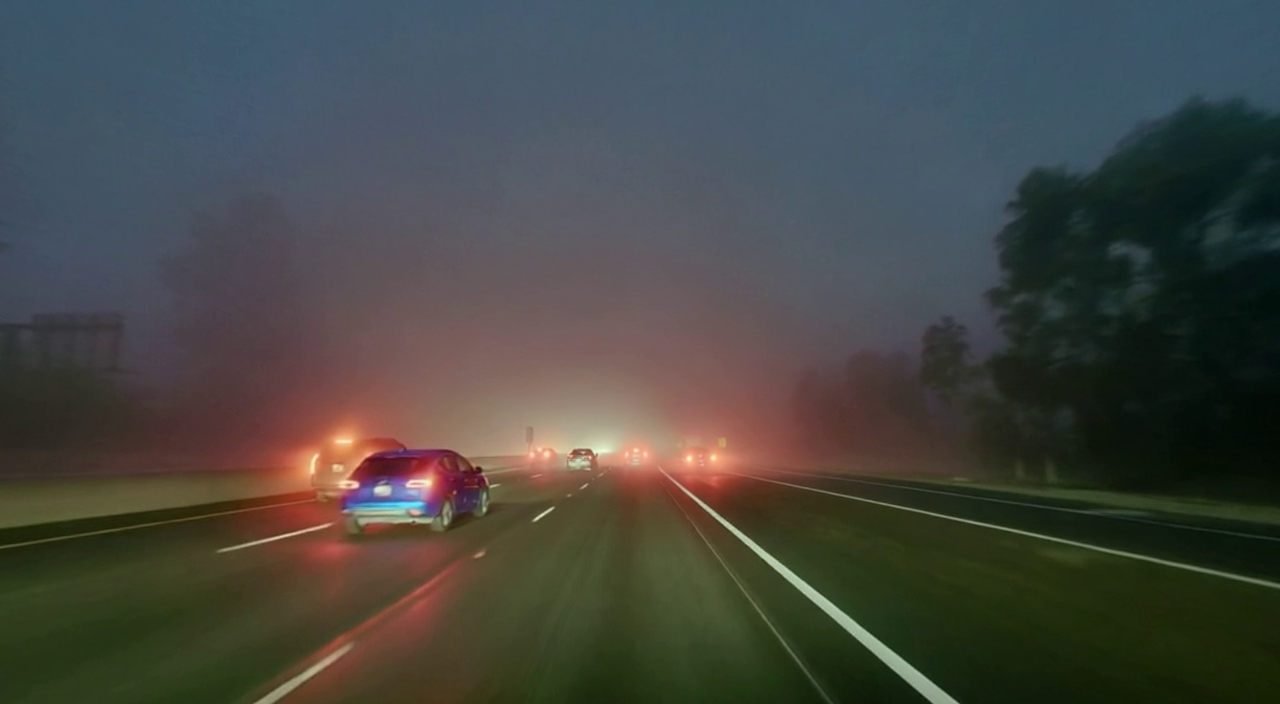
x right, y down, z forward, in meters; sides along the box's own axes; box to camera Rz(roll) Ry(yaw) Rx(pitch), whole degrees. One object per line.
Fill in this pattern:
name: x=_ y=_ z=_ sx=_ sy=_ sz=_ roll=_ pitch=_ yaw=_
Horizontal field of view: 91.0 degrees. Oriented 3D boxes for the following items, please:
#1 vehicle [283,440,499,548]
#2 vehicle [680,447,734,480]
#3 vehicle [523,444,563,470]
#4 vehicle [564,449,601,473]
vehicle: x=-4.011 y=2.354 z=11.135 sx=1.988 sy=1.506 sz=4.416 roll=0 pitch=-9 yaw=0
vehicle: x=3.198 y=5.457 z=31.114 sx=2.141 sy=1.507 sz=4.510 roll=0 pitch=-9 yaw=0
vehicle: x=-6.898 y=7.539 z=45.336 sx=2.111 sy=1.811 sz=4.391 roll=0 pitch=-9 yaw=1
vehicle: x=-3.759 y=7.195 z=41.818 sx=2.071 sy=1.478 sz=4.130 roll=0 pitch=-9 yaw=1
